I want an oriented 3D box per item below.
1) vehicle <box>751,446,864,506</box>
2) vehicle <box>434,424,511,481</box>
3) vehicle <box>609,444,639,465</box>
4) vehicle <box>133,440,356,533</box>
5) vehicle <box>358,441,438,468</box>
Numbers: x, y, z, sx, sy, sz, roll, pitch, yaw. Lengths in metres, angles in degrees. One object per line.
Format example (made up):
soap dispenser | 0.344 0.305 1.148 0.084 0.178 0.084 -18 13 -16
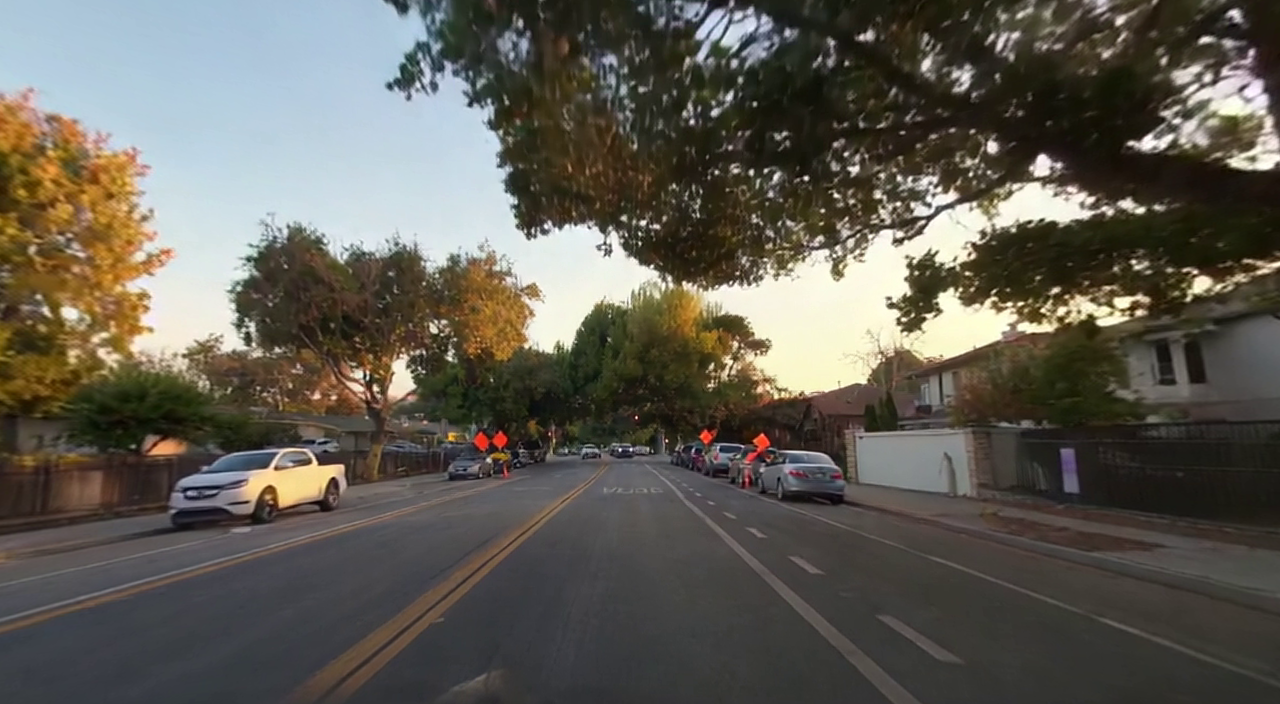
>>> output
vehicle | 4.600 3.464 18.039 1.912 1.463 4.477 1 -9 -1
vehicle | -8.283 5.034 31.666 2.526 2.631 4.228 0 -9 2
vehicle | -1.134 7.517 46.331 2.151 1.481 4.084 0 -9 0
vehicle | -8.254 2.819 13.827 1.950 1.672 4.664 0 -9 -2
vehicle | -16.995 7.194 44.388 4.779 1.823 1.964 0 -9 -1
